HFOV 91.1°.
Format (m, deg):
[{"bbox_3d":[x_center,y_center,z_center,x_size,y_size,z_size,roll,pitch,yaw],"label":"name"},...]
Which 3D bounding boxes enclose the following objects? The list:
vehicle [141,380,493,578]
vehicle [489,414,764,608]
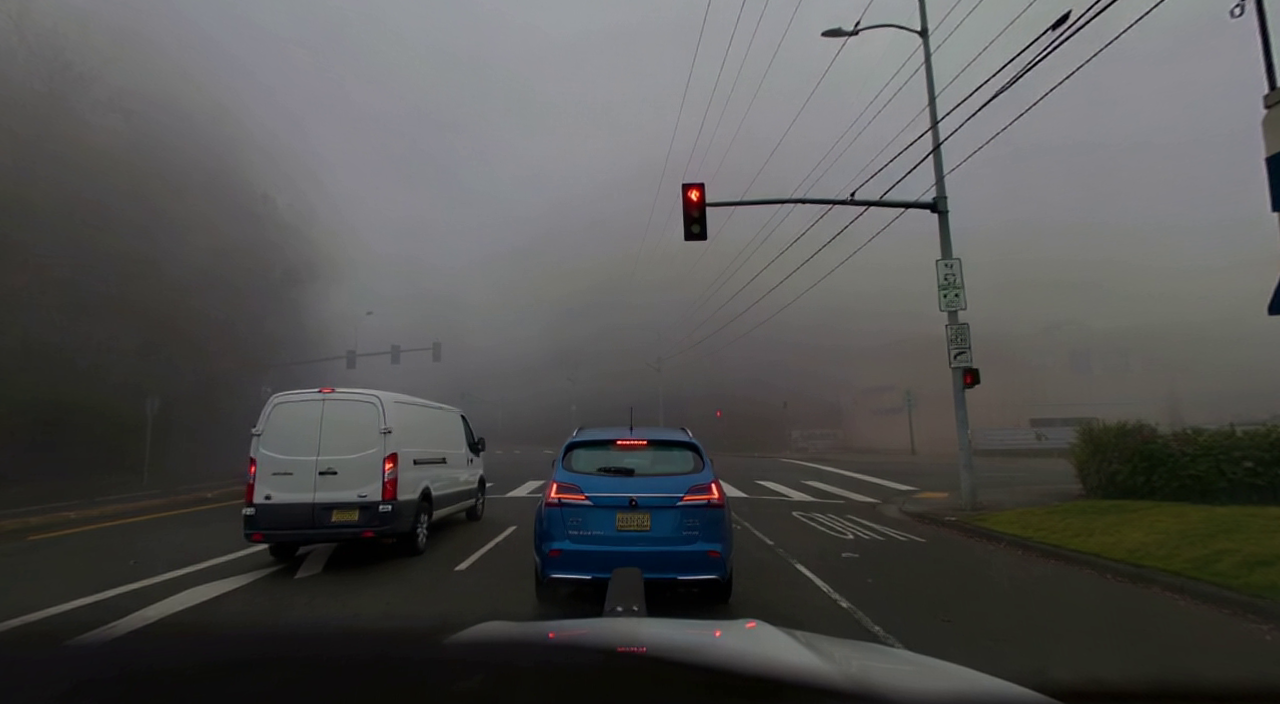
[{"bbox_3d":[-3.583,1.510,8.425,2.076,1.820,5.100,0,-8,-1],"label":"vehicle"},{"bbox_3d":[-0.109,1.465,6.778,2.064,1.452,3.942,0,-8,0],"label":"vehicle"}]
